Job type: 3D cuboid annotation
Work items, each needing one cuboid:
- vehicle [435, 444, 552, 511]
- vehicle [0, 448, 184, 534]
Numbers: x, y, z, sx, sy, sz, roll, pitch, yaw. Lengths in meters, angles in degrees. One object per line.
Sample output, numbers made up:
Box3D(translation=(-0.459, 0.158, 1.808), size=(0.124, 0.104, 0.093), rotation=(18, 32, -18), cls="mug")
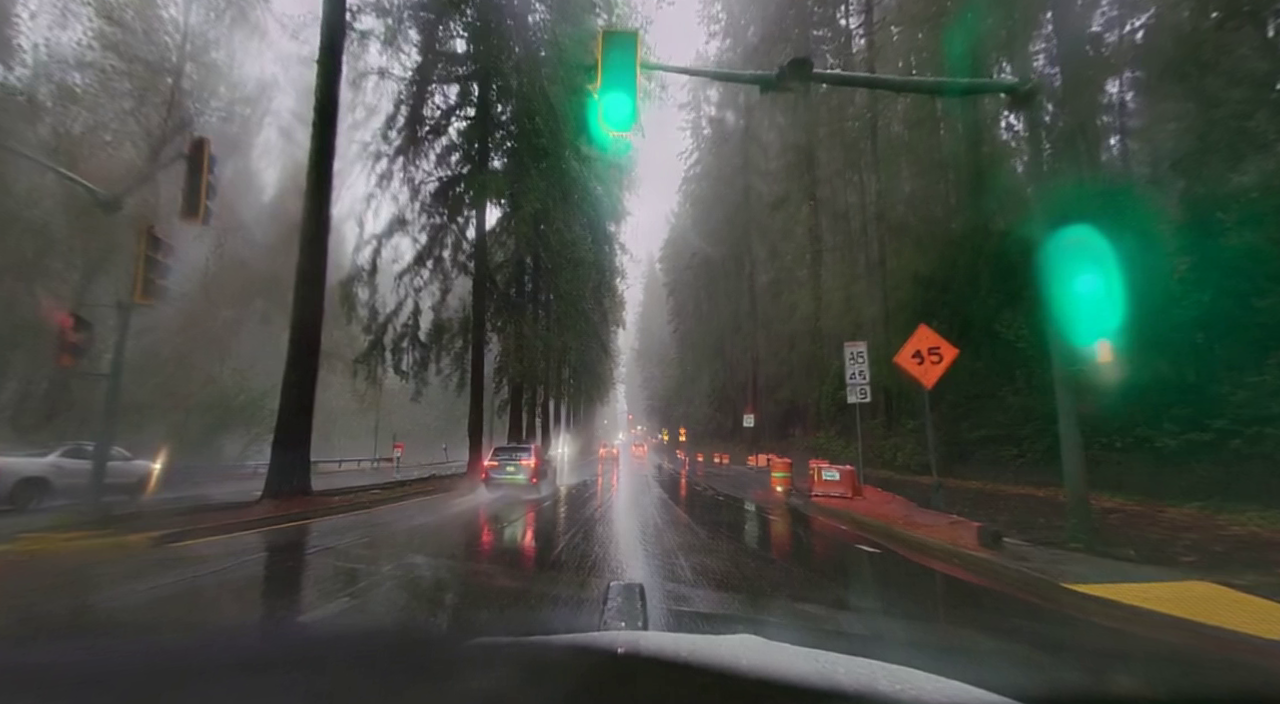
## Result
Box3D(translation=(-3.632, 3.171, 16.345), size=(2.029, 1.511, 3.922), rotation=(0, -8, 1), cls="vehicle")
Box3D(translation=(-11.939, 2.685, 12.690), size=(1.898, 1.459, 4.587), rotation=(0, -8, 1), cls="vehicle")
